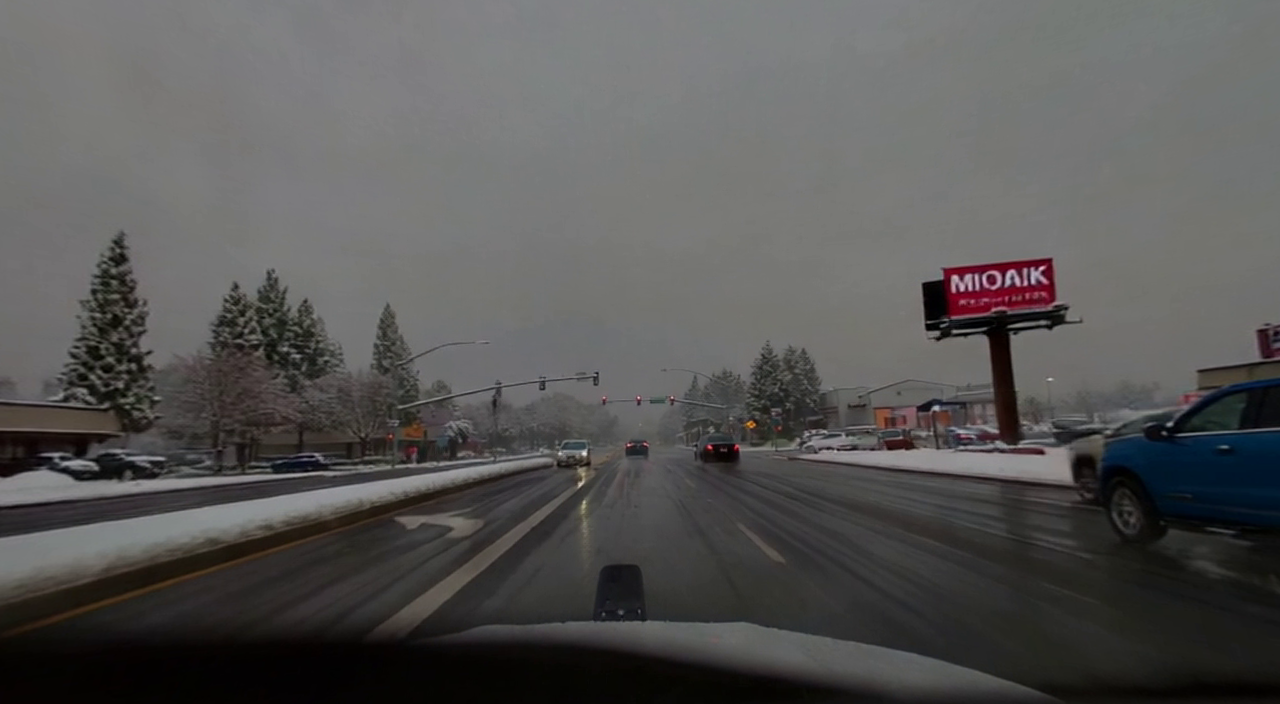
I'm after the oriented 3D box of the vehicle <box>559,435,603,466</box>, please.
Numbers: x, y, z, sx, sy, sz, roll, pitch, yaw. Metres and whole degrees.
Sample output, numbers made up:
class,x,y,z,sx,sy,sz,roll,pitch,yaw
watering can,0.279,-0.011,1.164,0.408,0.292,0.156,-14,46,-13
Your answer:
class,x,y,z,sx,sy,sz,roll,pitch,yaw
vehicle,-3.409,5.823,37.446,2.117,1.751,4.478,0,-8,0

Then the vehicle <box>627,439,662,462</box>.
class,x,y,z,sx,sy,sz,roll,pitch,yaw
vehicle,0.280,6.574,42.289,2.258,1.468,4.076,0,-8,0

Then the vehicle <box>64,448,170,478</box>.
class,x,y,z,sx,sy,sz,roll,pitch,yaw
vehicle,-35.654,7.533,43.169,5.329,1.893,2.122,8,-11,-42

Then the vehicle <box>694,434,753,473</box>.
class,x,y,z,sx,sy,sz,roll,pitch,yaw
vehicle,3.506,4.378,27.395,1.889,1.541,4.303,0,-8,-1

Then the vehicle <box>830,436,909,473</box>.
class,x,y,z,sx,sy,sz,roll,pitch,yaw
vehicle,10.557,4.735,29.397,1.965,1.573,4.308,0,-8,-1

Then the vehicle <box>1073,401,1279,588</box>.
class,x,y,z,sx,sy,sz,roll,pitch,yaw
vehicle,6.628,1.212,5.321,2.140,1.606,5.437,0,-8,0

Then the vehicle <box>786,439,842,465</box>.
class,x,y,z,sx,sy,sz,roll,pitch,yaw
vehicle,10.540,6.097,38.720,1.957,1.500,4.816,0,-8,-2

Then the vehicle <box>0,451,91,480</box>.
class,x,y,z,sx,sy,sz,roll,pitch,yaw
vehicle,-40.239,7.632,42.768,1.879,1.747,4.268,-7,-11,40
